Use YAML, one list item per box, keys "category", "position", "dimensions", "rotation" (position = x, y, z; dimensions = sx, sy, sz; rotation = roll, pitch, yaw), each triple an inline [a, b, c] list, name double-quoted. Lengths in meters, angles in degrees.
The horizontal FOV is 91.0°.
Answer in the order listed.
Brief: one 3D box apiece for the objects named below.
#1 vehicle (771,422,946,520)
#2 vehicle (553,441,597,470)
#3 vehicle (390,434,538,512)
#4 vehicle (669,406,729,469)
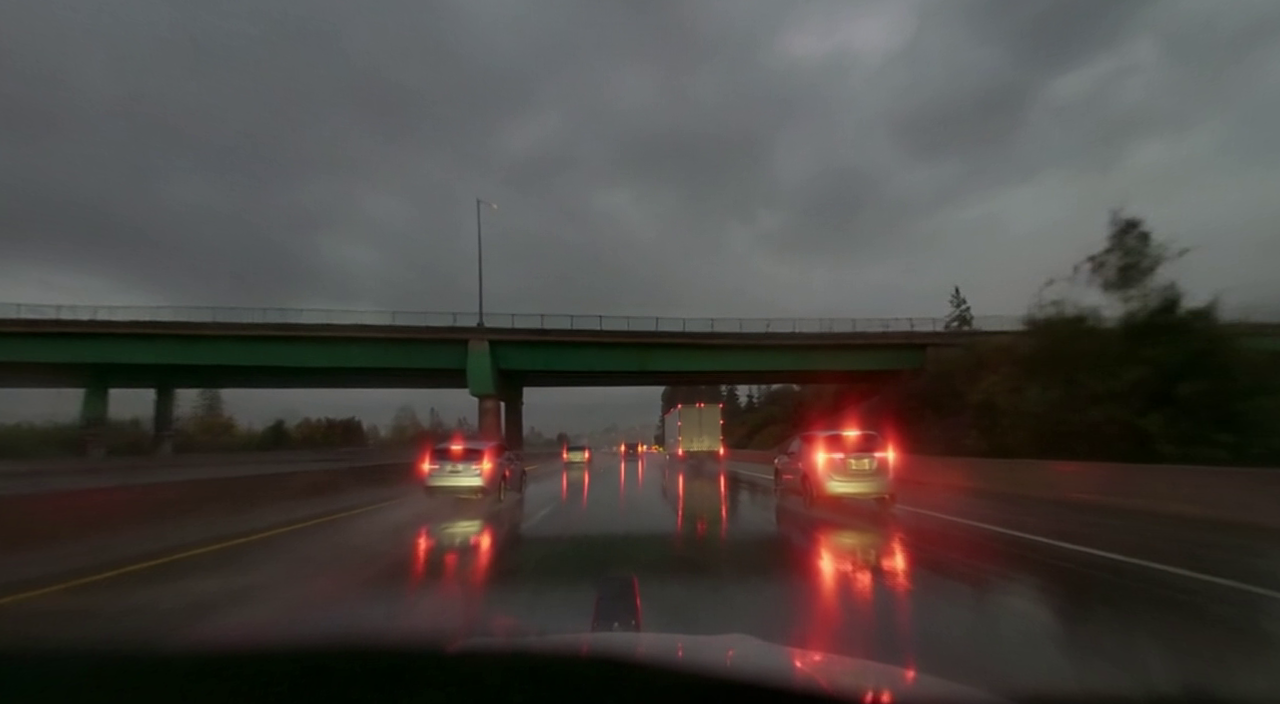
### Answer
- category: "vehicle"
  position: [4.134, 2.306, 12.740]
  dimensions: [2.001, 1.625, 4.088]
  rotation: [0, -8, -1]
- category: "vehicle"
  position: [-3.565, 5.757, 35.096]
  dimensions: [2.064, 1.479, 4.370]
  rotation: [0, -8, -1]
- category: "vehicle"
  position: [-3.794, 2.683, 14.534]
  dimensions: [2.122, 1.486, 4.532]
  rotation: [-1, -8, 0]
- category: "vehicle"
  position: [3.669, 5.769, 42.072]
  dimensions: [2.824, 3.585, 11.410]
  rotation: [-1, -8, -1]
